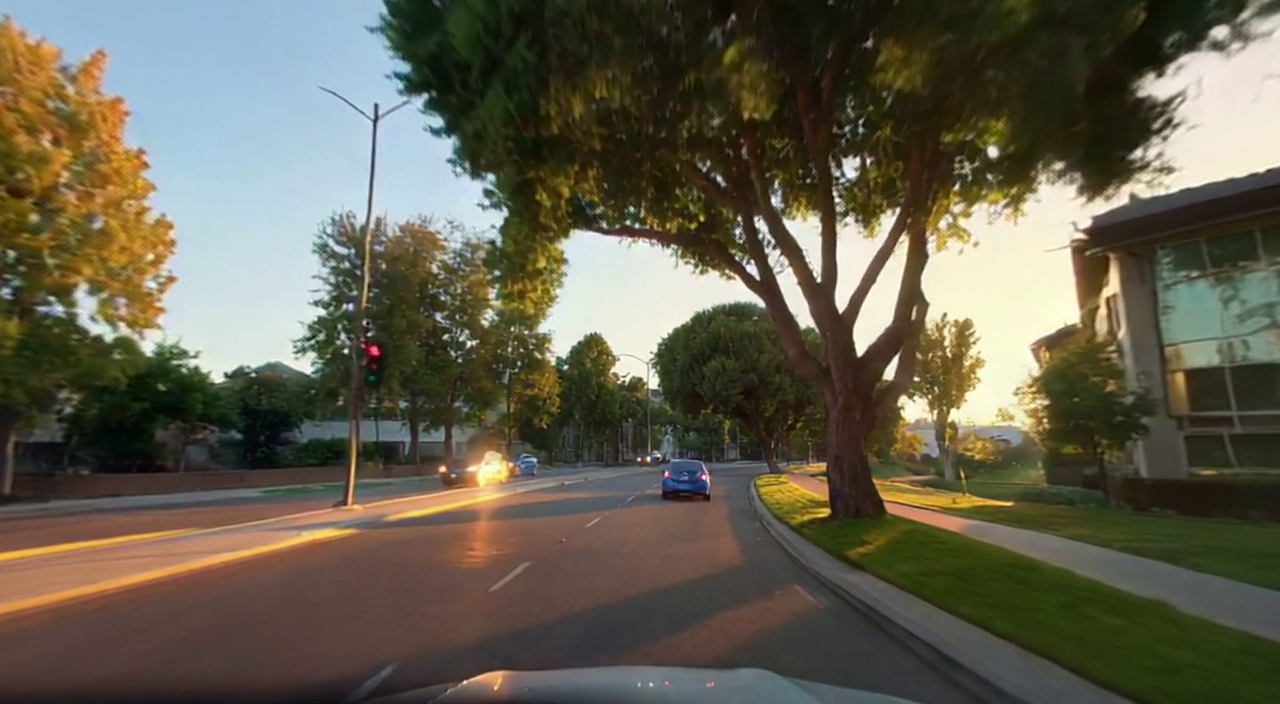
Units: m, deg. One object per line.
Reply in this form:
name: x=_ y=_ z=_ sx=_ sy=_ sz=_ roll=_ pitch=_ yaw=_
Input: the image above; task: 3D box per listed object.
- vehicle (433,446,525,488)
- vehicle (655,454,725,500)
vehicle: x=-6.291 y=4.559 z=25.170 sx=1.870 sy=1.518 sz=4.390 roll=-1 pitch=-10 yaw=10
vehicle: x=1.804 y=4.062 z=20.850 sx=1.972 sy=1.250 sz=5.282 roll=0 pitch=-10 yaw=8
